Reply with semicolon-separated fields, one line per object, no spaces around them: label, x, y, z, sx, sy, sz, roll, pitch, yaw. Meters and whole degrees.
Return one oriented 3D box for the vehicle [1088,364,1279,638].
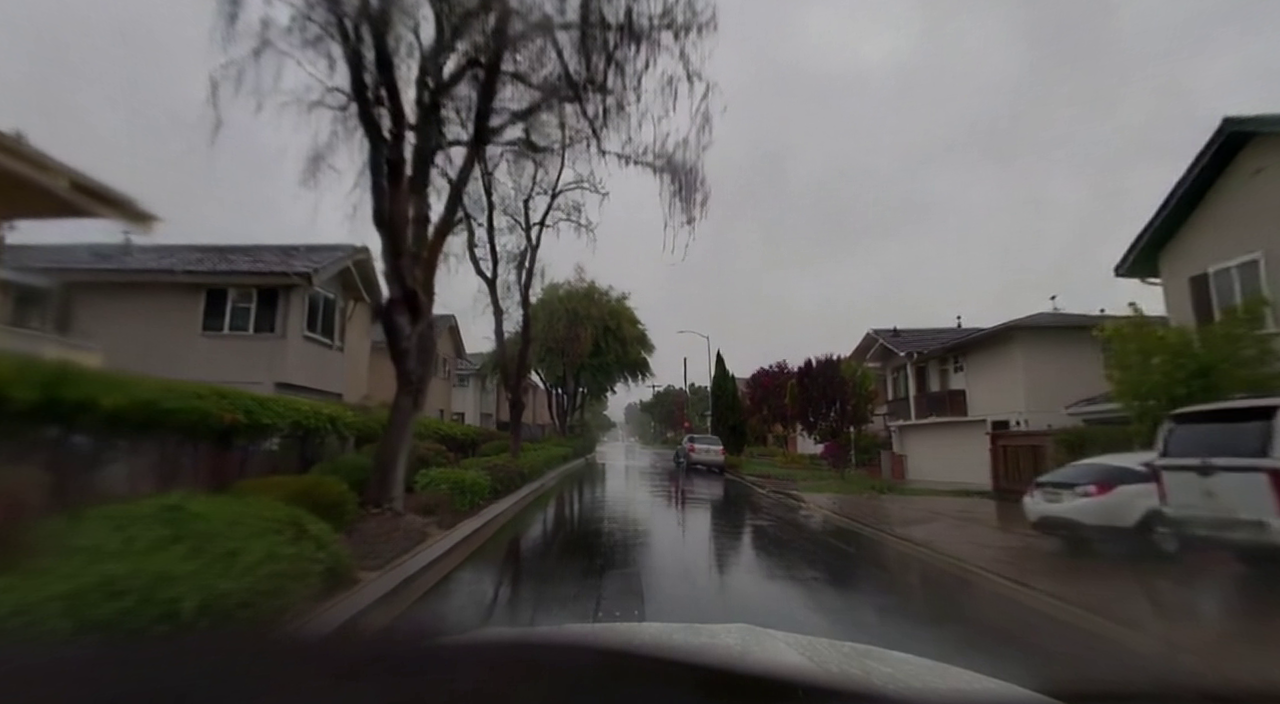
vehicle;8.232;1.394;6.364;5.739;2.299;2.216;0;-8;-3

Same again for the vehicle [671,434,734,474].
vehicle;2.477;4.156;26.106;1.955;1.498;4.046;0;-7;-4
